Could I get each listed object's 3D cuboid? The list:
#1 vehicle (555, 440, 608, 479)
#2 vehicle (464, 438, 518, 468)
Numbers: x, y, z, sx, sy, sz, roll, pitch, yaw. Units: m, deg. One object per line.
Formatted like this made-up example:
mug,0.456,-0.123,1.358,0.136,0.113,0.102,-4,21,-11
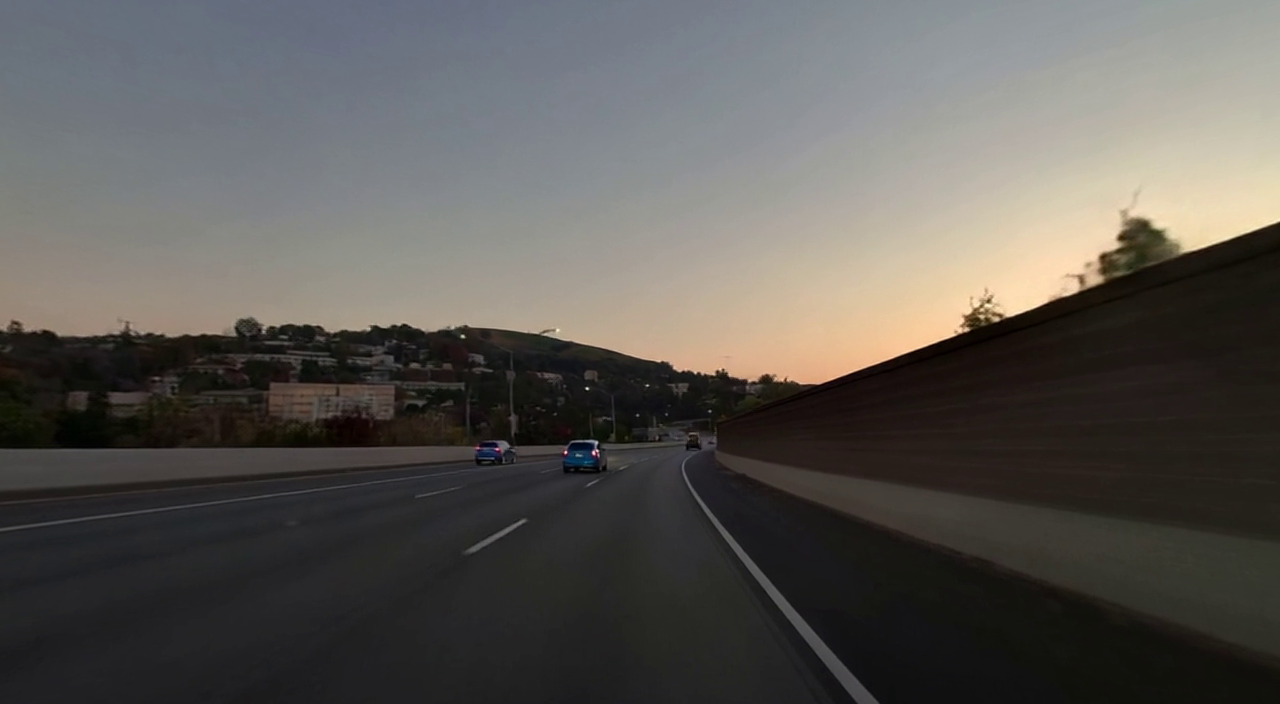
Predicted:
vehicle,-2.820,5.312,31.456,2.028,1.782,4.150,-1,-8,4
vehicle,-9.435,6.414,40.295,2.039,1.746,4.528,-1,-8,5
